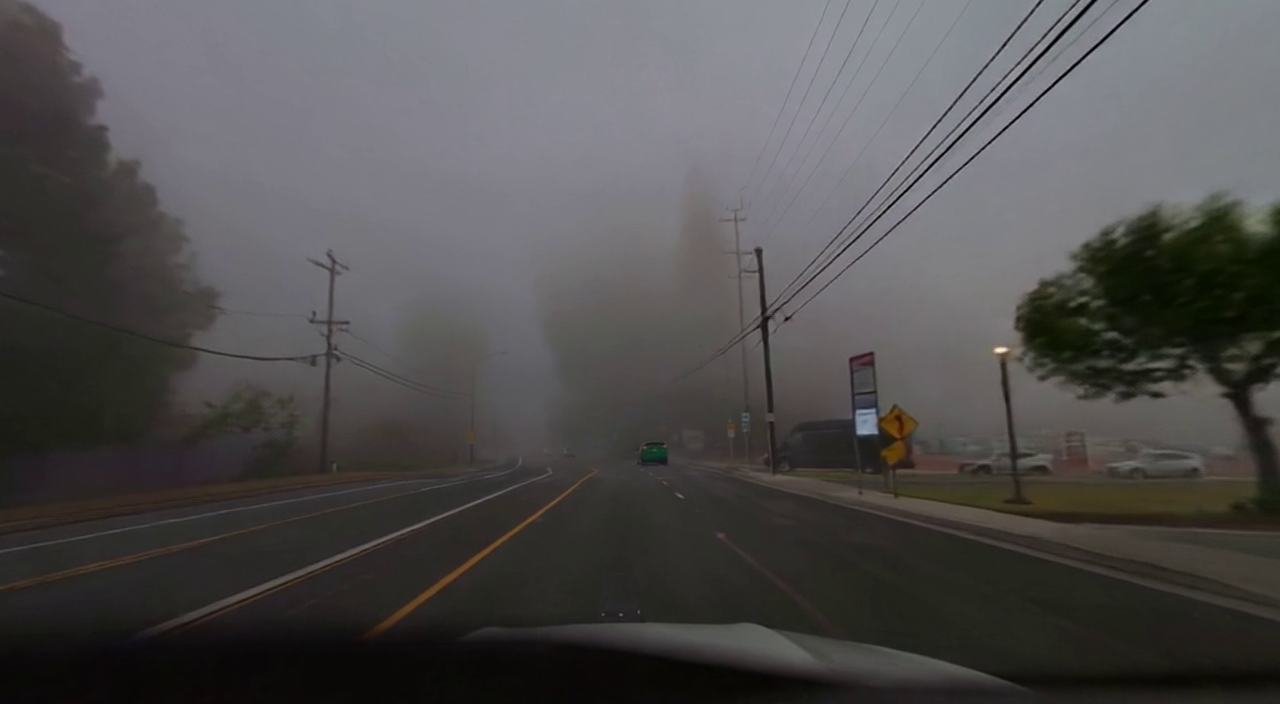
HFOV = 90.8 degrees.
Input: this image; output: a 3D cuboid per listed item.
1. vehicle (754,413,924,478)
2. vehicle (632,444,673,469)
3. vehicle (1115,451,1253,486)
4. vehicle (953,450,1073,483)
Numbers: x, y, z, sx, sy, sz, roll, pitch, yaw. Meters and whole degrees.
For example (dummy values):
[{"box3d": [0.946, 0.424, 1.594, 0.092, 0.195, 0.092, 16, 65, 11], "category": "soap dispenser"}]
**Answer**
[{"box3d": [10.295, 4.908, 33.028, 7.877, 3.013, 2.916, -5, -11, 30], "category": "vehicle"}, {"box3d": [0.727, 6.585, 39.791, 2.015, 1.467, 4.117, 1, -9, -7], "category": "vehicle"}, {"box3d": [24.240, 5.188, 28.249, 4.462, 1.449, 1.877, 1, -9, -3], "category": "vehicle"}, {"box3d": [17.183, 5.284, 29.372, 4.396, 1.447, 1.838, -3, -10, 17], "category": "vehicle"}]
